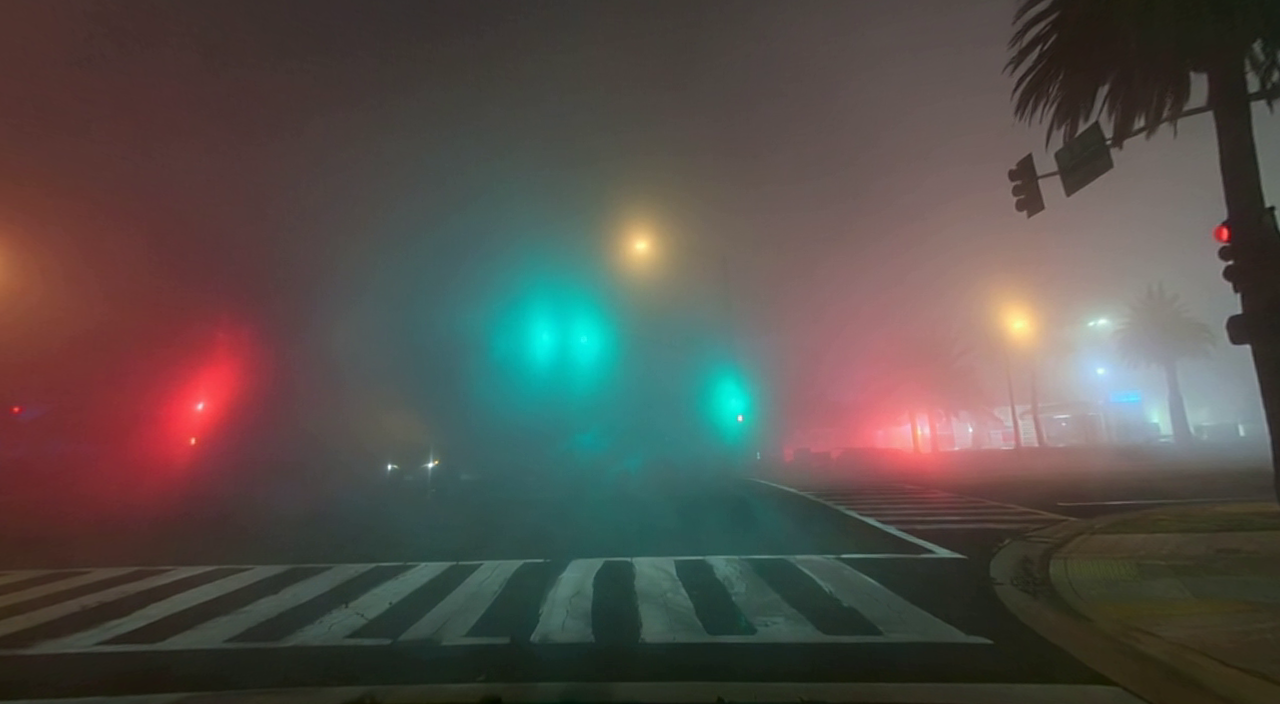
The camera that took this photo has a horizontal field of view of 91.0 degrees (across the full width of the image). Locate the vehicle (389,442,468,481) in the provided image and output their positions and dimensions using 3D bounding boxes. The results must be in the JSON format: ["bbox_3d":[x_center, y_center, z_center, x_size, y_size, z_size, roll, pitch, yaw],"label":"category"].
[{"bbox_3d":[-10.741,5.582,32.373,2.270,1.833,4.860,0,-9,1],"label":"vehicle"}]
